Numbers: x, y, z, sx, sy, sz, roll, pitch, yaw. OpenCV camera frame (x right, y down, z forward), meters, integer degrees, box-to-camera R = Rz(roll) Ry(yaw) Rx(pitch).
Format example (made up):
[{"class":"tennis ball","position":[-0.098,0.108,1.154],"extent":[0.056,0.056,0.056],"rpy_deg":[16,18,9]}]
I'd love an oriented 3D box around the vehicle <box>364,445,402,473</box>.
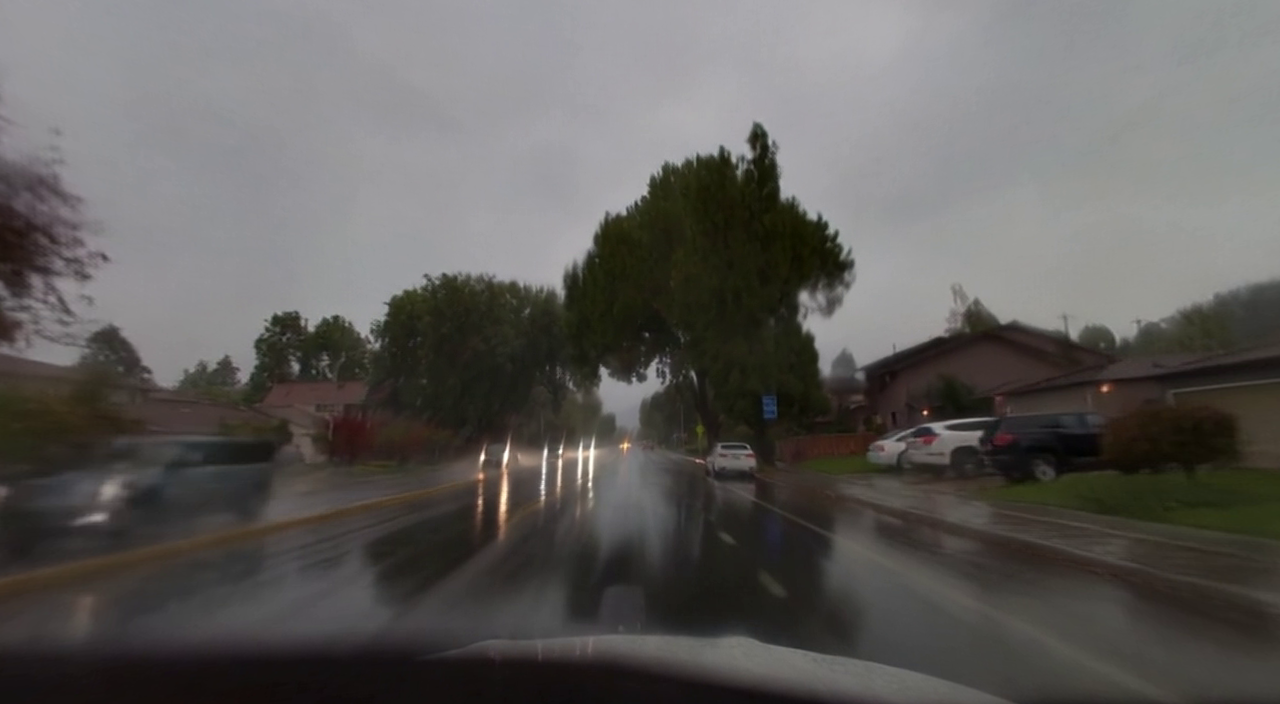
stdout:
[{"class":"vehicle","position":[-18.789,7.810,46.450],"extent":[2.141,1.797,5.403],"rpy_deg":[3,-8,-18]}]

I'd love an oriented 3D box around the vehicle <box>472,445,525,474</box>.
[{"class":"vehicle","position":[-8.297,6.312,37.430],"extent":[2.005,1.589,4.648],"rpy_deg":[0,-8,1]}]

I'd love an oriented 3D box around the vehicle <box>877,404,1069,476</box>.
[{"class":"vehicle","position":[10.225,2.776,19.802],"extent":[4.578,2.084,2.428],"rpy_deg":[-1,-8,2]}]

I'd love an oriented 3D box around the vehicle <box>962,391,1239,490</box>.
[{"class":"vehicle","position":[10.760,2.113,15.015],"extent":[4.964,1.739,2.184],"rpy_deg":[-4,-10,-8]}]

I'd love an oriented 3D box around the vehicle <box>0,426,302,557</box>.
[{"class":"vehicle","position":[-8.560,2.369,11.546],"extent":[2.146,1.869,4.654],"rpy_deg":[0,-8,0]}]

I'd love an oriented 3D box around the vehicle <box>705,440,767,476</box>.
[{"class":"vehicle","position":[4.227,4.735,28.526],"extent":[2.011,1.458,4.633],"rpy_deg":[0,-8,-1]}]
